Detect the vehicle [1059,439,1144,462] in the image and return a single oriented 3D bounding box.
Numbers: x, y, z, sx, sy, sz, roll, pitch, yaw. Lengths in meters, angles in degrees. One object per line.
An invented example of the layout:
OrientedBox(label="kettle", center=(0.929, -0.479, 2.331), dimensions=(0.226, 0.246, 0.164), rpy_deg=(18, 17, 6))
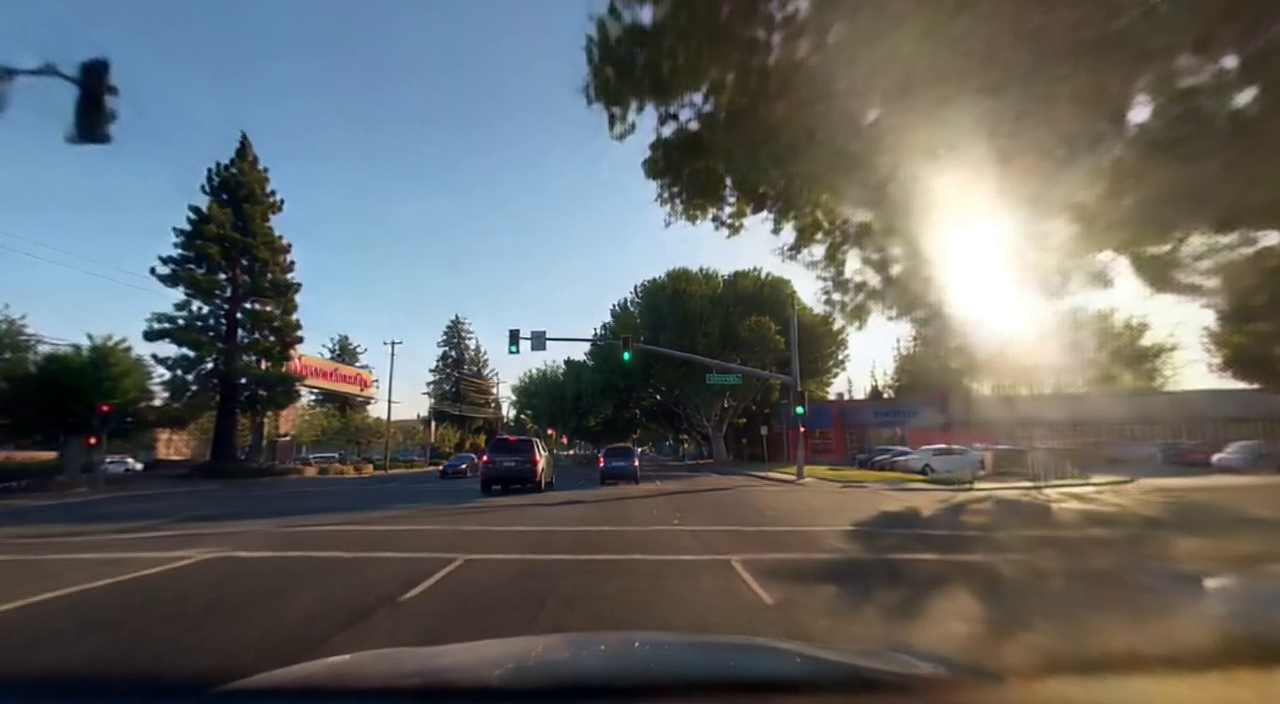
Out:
OrientedBox(label="vehicle", center=(31.521, 6.727, 43.205), dimensions=(4.347, 1.457, 1.785), rpy_deg=(0, -9, 0))

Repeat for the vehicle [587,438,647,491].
OrientedBox(label="vehicle", center=(-0.812, 4.156, 23.702), dimensions=(2.061, 1.809, 4.141), rpy_deg=(0, -9, -1))

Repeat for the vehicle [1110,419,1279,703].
OrientedBox(label="vehicle", center=(3.584, 0.775, 1.030), dimensions=(2.207, 1.447, 4.418), rpy_deg=(0, -9, 0))

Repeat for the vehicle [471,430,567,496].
OrientedBox(label="vehicle", center=(-4.028, 3.810, 22.185), dimensions=(2.252, 1.999, 5.605), rpy_deg=(0, -8, 0))

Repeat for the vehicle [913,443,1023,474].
OrientedBox(label="vehicle", center=(18.877, 6.140, 36.542), dimensions=(5.209, 1.743, 2.081), rpy_deg=(0, -9, -1))

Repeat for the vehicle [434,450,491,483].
OrientedBox(label="vehicle", center=(-9.404, 6.061, 33.766), dimensions=(1.867, 1.427, 4.371), rpy_deg=(-3, -8, -1))
